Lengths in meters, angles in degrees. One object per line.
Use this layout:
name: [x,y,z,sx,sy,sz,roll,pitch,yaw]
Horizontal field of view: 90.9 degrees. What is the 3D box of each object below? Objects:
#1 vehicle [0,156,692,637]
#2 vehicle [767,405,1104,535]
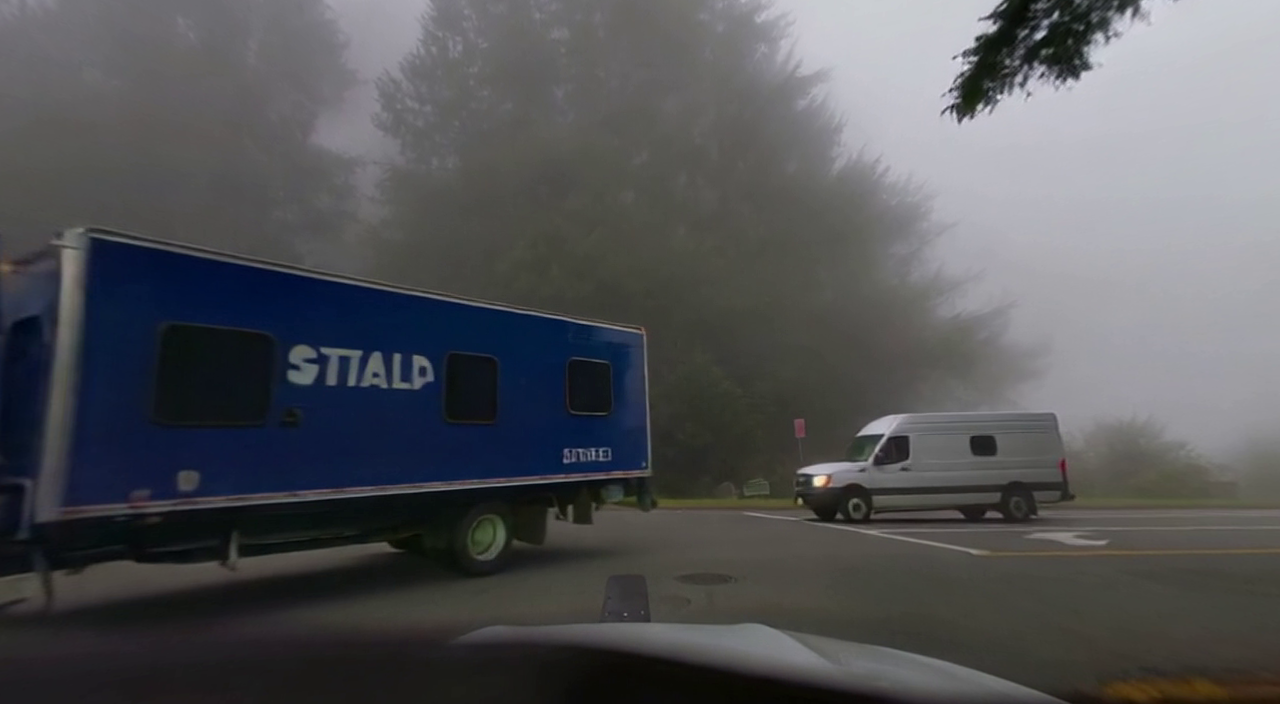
vehicle: [-3.730,0.713,7.628,9.765,3.622,2.740,8,-12,-42]
vehicle: [5.931,2.410,13.247,5.923,2.424,2.247,0,-9,-5]
